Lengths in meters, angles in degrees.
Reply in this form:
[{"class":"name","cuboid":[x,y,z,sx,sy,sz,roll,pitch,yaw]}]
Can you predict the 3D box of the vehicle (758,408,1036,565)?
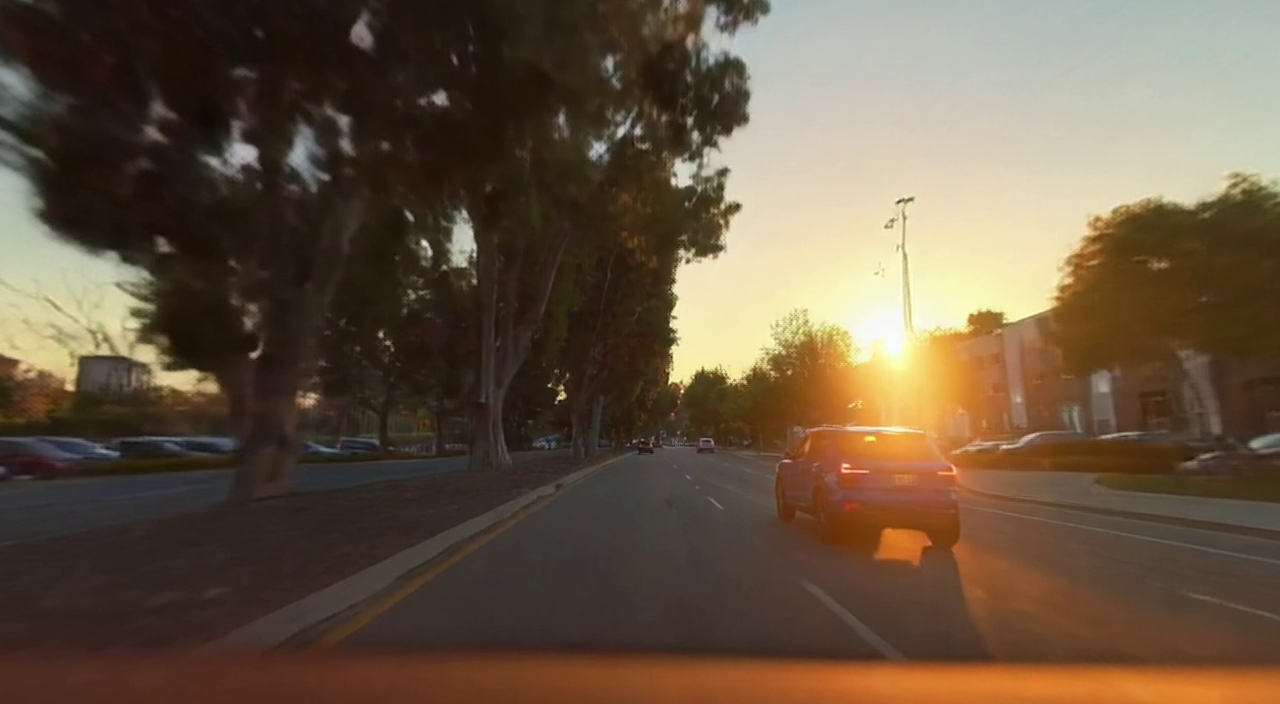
[{"class":"vehicle","cuboid":[3.158,1.748,8.960,2.060,1.665,4.284,0,-8,-1]}]
